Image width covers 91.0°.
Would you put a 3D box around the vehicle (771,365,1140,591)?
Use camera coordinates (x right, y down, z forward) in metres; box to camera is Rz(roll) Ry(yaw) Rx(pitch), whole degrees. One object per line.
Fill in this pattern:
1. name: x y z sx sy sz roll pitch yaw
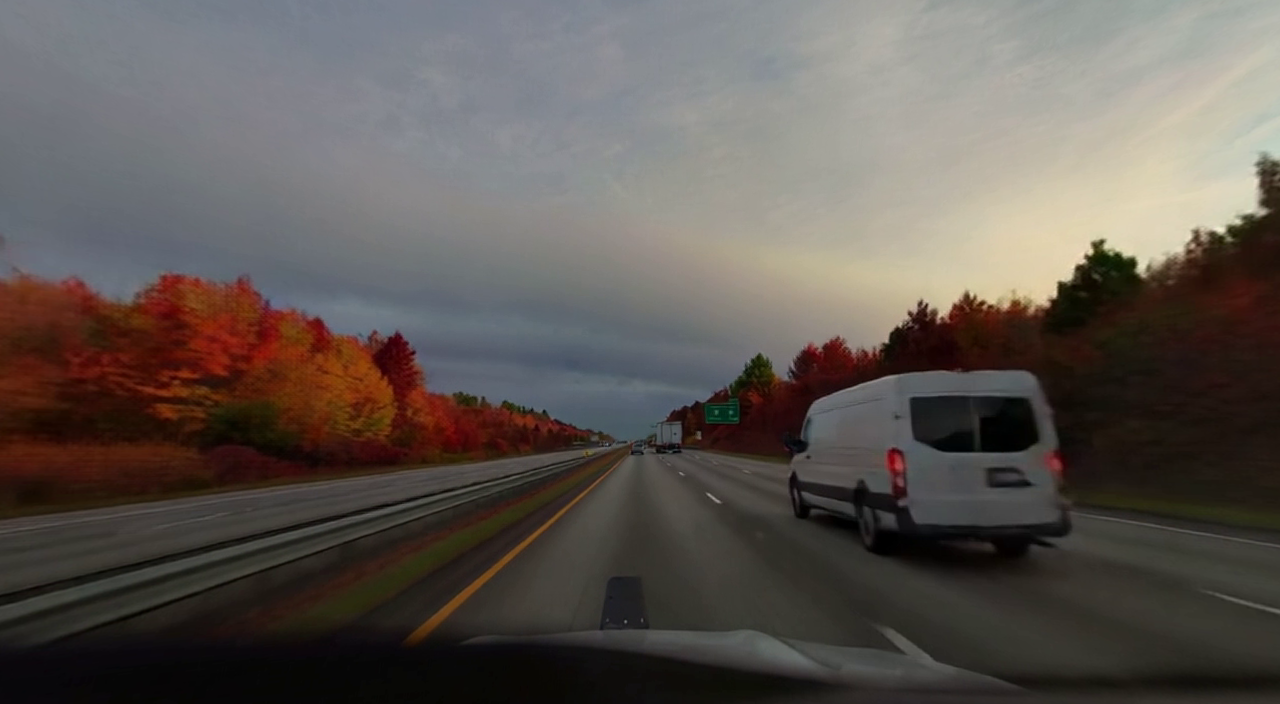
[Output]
1. vehicle: 3.495 1.540 8.507 2.291 2.112 5.052 0 -8 0

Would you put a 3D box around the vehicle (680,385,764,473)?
1. vehicle: 4.437 4.827 38.006 3.208 4.202 15.777 0 -8 1
